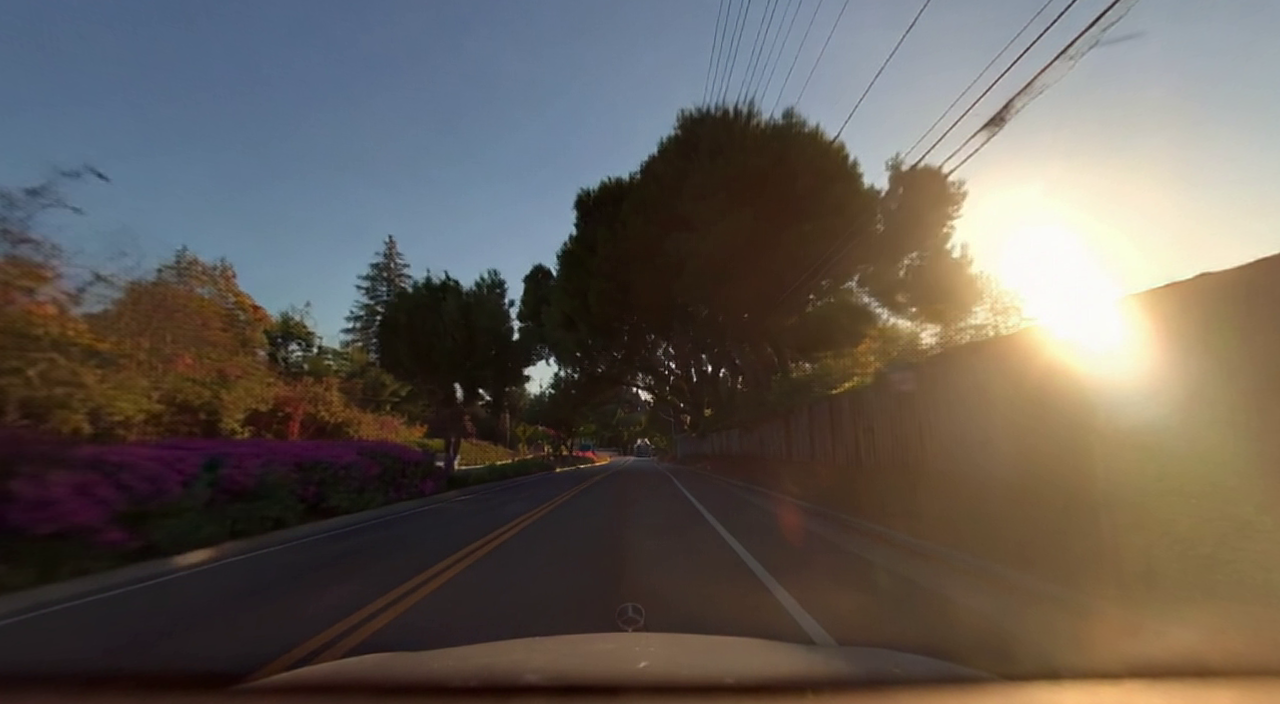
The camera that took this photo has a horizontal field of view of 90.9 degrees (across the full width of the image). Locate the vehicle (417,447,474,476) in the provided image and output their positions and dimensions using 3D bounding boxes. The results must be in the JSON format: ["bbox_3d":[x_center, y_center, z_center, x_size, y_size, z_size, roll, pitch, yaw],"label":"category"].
[{"bbox_3d":[-12.070,6.792,39.425,1.989,1.683,4.615,-1,-8,2],"label":"vehicle"}]
